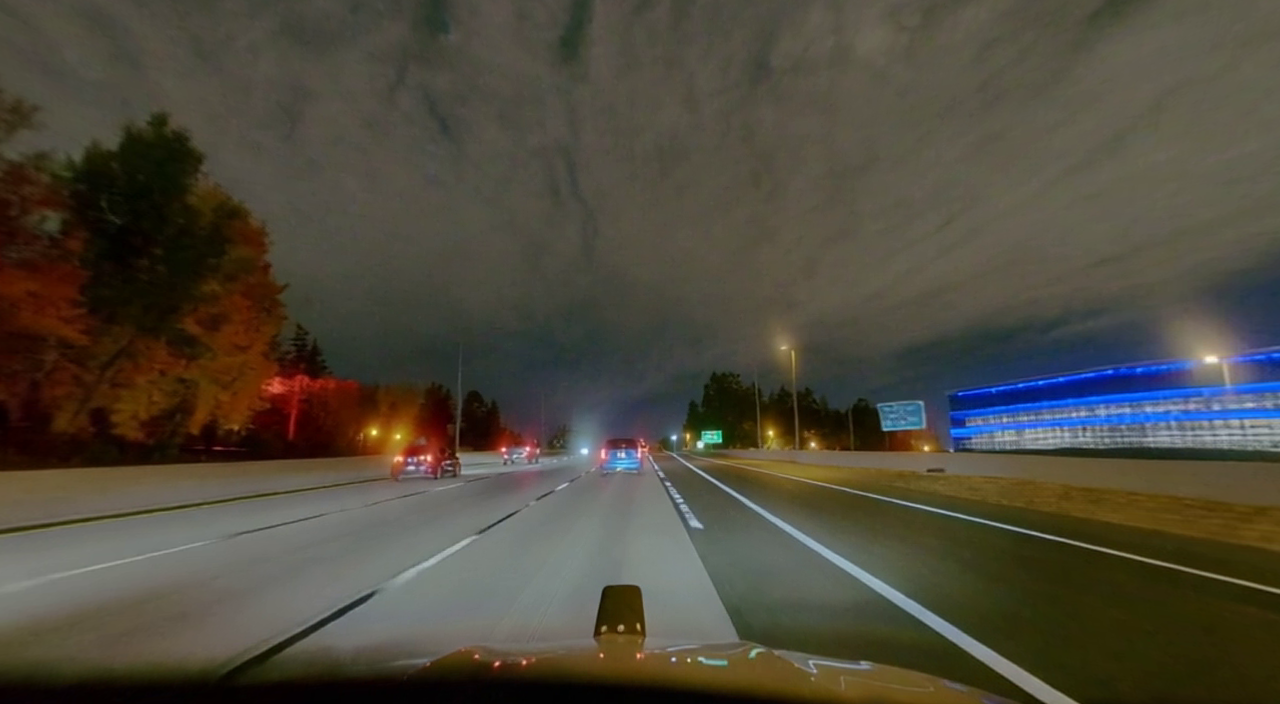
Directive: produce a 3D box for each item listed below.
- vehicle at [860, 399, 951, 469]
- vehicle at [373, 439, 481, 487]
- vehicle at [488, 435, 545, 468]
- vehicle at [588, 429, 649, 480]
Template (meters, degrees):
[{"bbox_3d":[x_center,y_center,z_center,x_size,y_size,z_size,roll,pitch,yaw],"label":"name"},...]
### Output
[{"bbox_3d":[14.367,4.515,34.434,2.879,3.559,4.020,0,-9,-3],"label":"vehicle"},{"bbox_3d":[-7.300,3.830,22.131,2.074,1.495,4.643,0,-8,1],"label":"vehicle"},{"bbox_3d":[-7.620,6.204,39.491,2.328,1.927,5.880,0,-8,0],"label":"vehicle"},{"bbox_3d":[-0.802,4.170,25.834,2.245,1.863,4.801,0,-8,0],"label":"vehicle"}]
